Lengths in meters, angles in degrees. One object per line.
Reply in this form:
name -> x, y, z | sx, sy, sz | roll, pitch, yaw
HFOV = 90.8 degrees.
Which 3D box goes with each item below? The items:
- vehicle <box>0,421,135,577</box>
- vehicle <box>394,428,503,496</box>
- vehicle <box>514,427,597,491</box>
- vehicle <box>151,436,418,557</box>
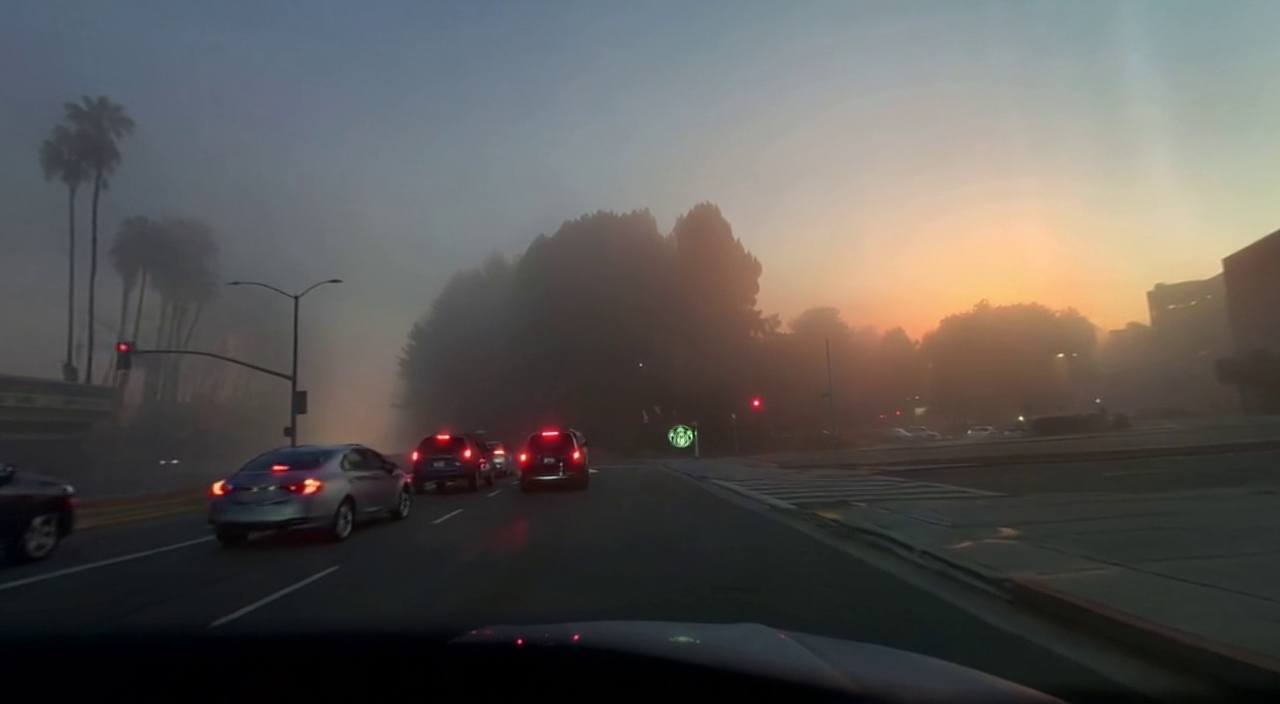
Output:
vehicle -> -8.811, 1.700, 7.120 | 2.178, 1.864, 5.005 | 0, -9, -2
vehicle -> -5.850, 3.426, 20.036 | 2.025, 1.862, 4.804 | 0, -9, -1
vehicle -> -2.483, 3.301, 19.731 | 2.153, 1.759, 4.320 | 0, -9, -2
vehicle -> -5.538, 2.275, 10.780 | 1.885, 1.567, 4.775 | 0, -9, -2
